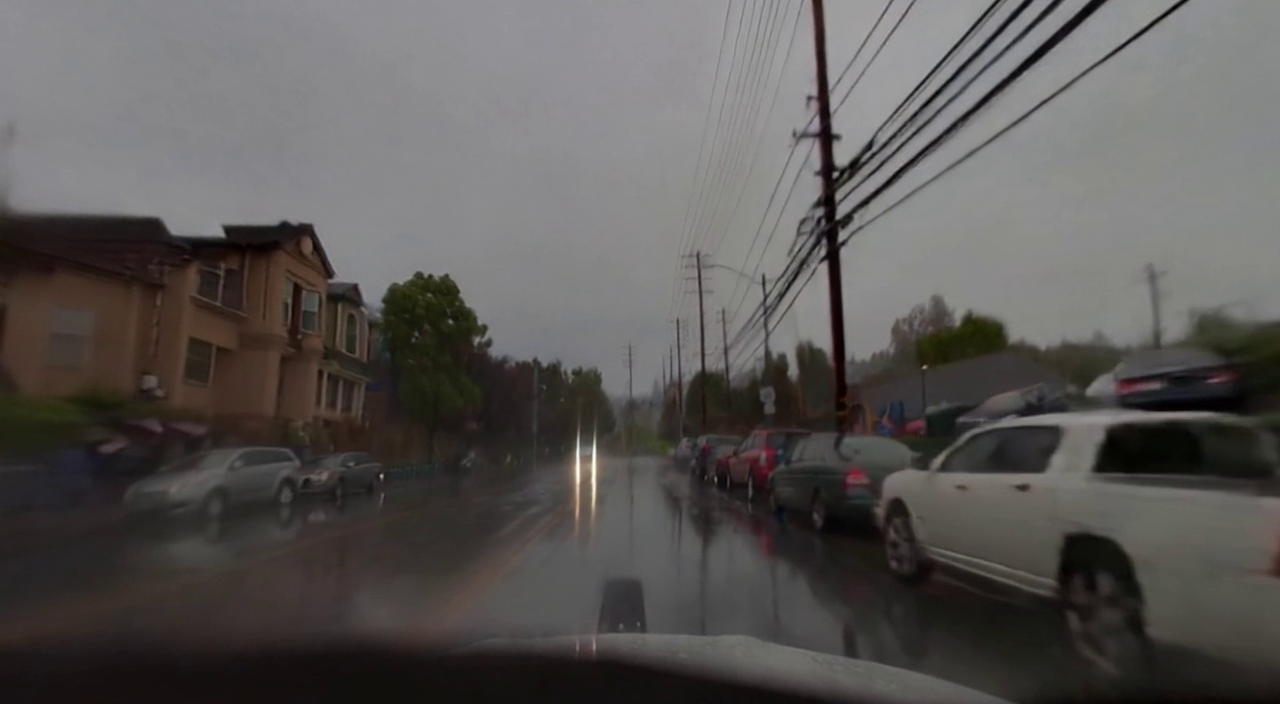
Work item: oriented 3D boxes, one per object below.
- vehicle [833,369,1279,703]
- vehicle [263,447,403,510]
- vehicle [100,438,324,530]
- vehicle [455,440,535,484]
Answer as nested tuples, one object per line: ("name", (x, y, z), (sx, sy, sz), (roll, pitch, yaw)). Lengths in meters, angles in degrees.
("vehicle", (3.234, 1.202, 4.709), (2.037, 1.622, 4.270), (0, -9, -3))
("vehicle", (-10.737, 4.387, 22.509), (2.134, 1.775, 4.706), (-8, -10, 8))
("vehicle", (-11.330, 3.490, 17.377), (2.322, 2.037, 5.030), (-3, -9, 5))
("vehicle", (-6.362, 4.884, 28.324), (2.081, 1.760, 4.598), (0, -9, 6))
